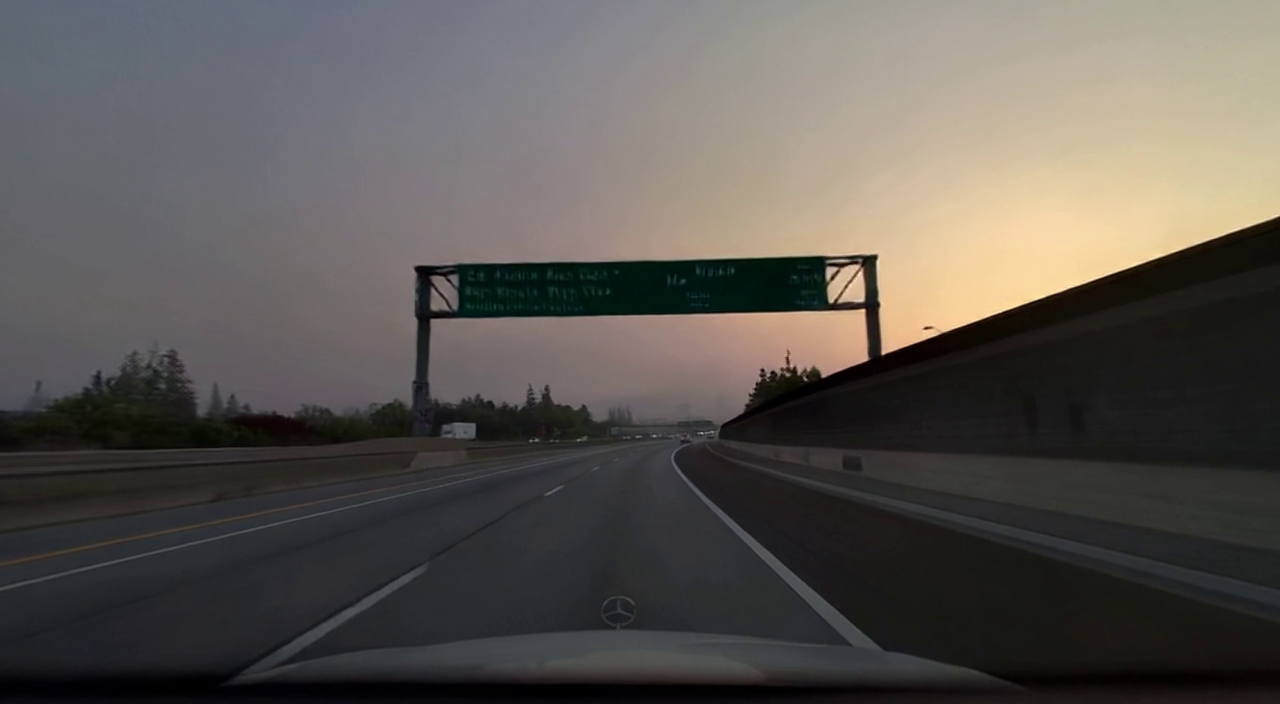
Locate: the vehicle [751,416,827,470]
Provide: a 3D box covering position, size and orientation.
[{"bbox_3d":[5.960,3.720,25.748,1.914,2.013,4.041,0,-8,-3],"label":"vehicle"}]
